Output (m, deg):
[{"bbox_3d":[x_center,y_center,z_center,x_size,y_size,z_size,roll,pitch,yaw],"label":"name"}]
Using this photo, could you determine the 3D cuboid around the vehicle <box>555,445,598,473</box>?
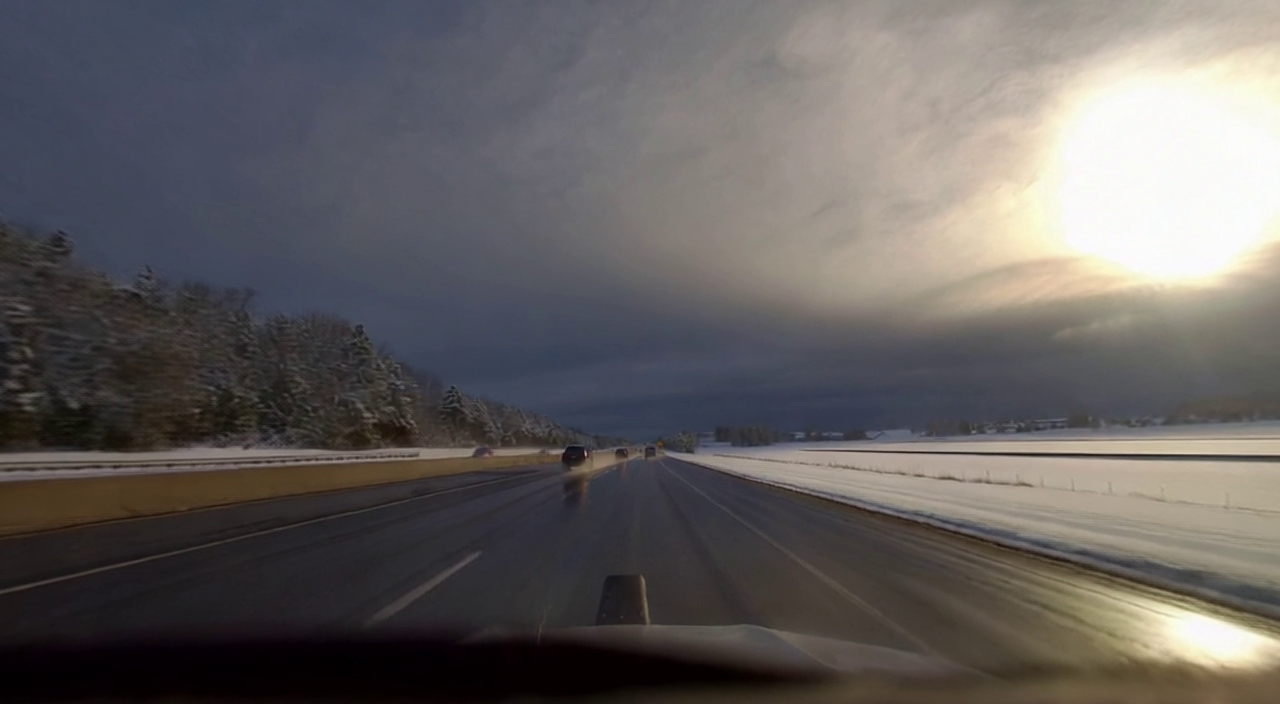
[{"bbox_3d":[-4.026,6.879,40.821,2.188,1.692,4.623,0,-9,2],"label":"vehicle"}]
